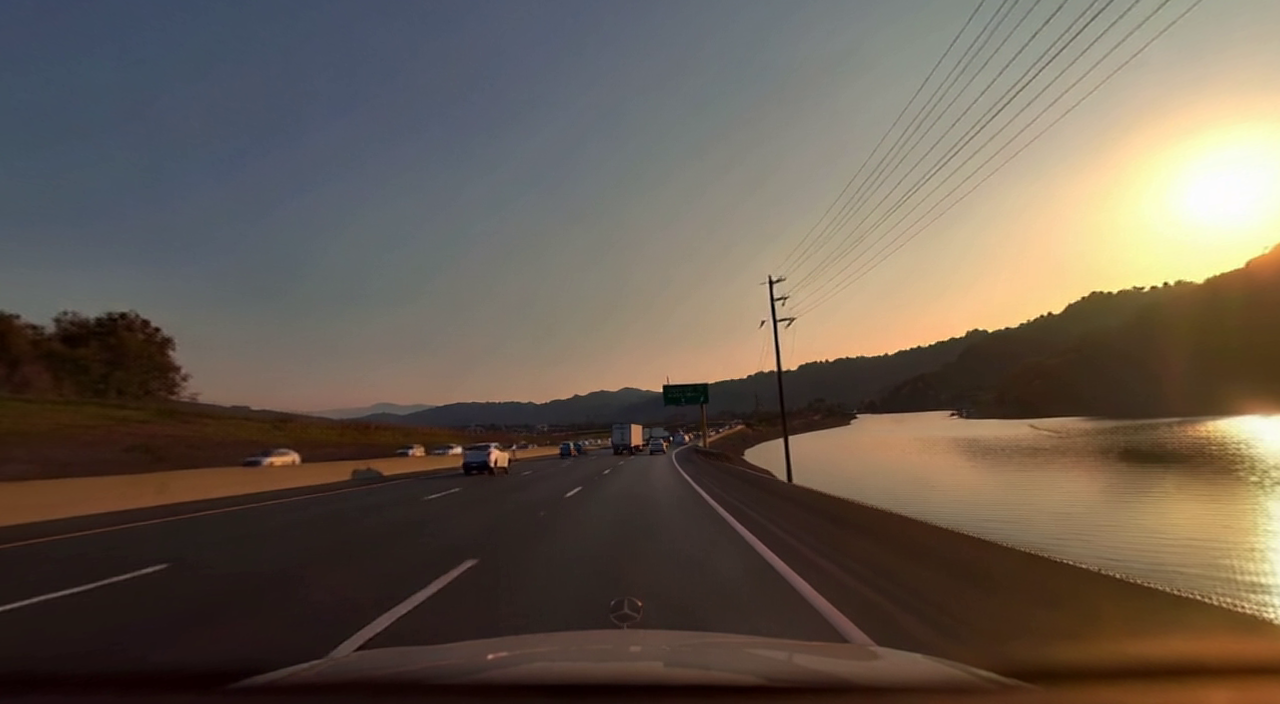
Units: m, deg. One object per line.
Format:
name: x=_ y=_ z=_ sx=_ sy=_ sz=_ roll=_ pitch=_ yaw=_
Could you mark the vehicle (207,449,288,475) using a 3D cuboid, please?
vehicle: x=-23.835 y=6.664 z=38.546 sx=1.966 sy=1.446 sz=4.490 roll=-1 pitch=-8 yaw=2
